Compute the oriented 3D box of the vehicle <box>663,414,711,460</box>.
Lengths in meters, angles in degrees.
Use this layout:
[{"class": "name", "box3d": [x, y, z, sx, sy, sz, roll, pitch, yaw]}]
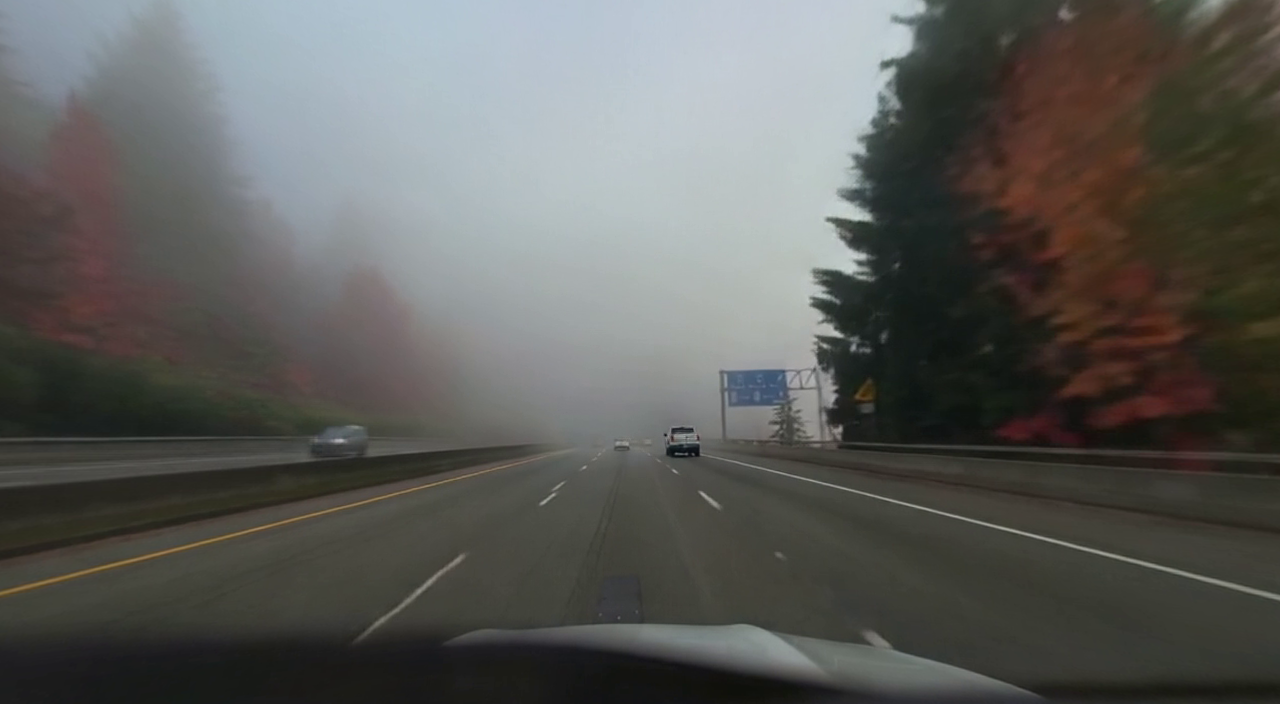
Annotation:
[{"class": "vehicle", "box3d": [2.761, 5.260, 38.804, 2.411, 2.614, 5.781, 0, -8, -1]}]
